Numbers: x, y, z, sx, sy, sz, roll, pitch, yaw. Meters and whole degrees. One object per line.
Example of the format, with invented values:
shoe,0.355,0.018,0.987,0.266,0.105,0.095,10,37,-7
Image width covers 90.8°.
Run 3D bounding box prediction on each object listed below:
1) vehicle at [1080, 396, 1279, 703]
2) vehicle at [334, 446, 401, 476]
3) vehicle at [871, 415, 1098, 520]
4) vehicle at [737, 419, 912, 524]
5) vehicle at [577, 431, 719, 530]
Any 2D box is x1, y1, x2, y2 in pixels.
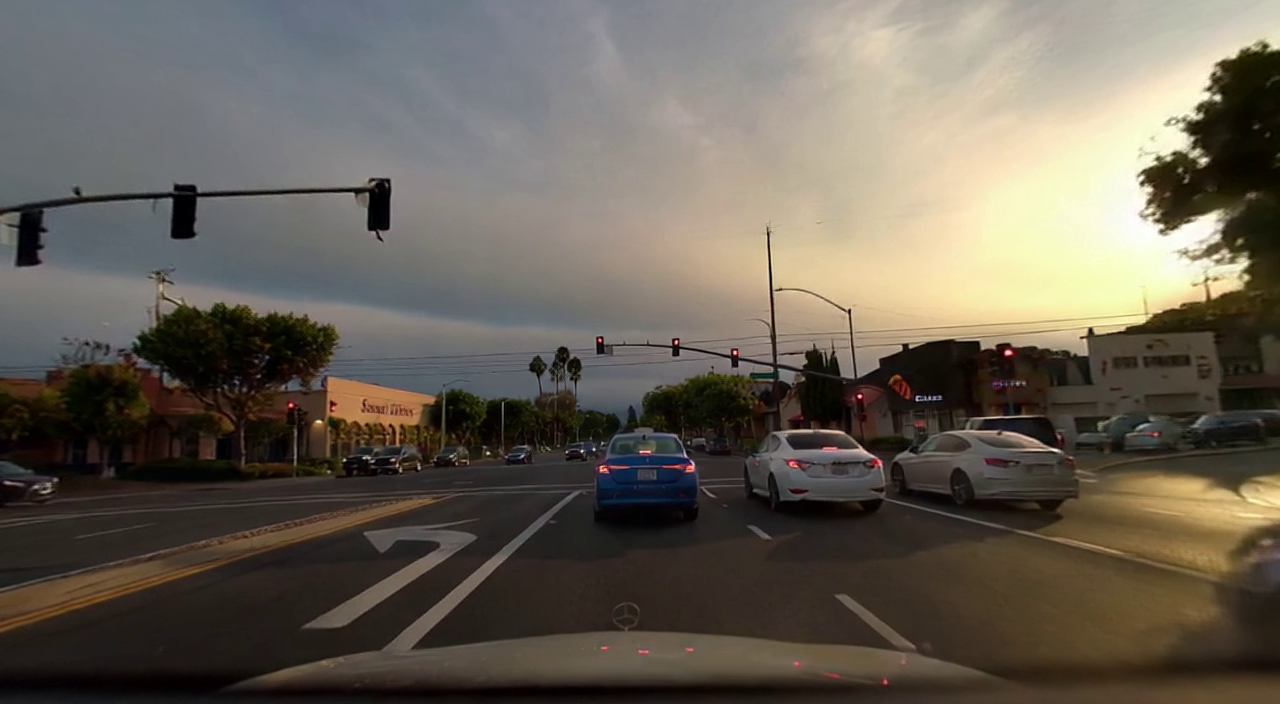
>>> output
vehicle,3.542,0.732,1.310,1.889,1.473,4.643,0,-8,0
vehicle,-18.636,7.451,43.568,2.324,1.911,5.610,0,-8,-3
vehicle,6.435,2.213,12.529,2.009,1.700,4.275,0,-8,-1
vehicle,3.271,2.231,12.355,1.973,1.633,4.717,0,-8,0
vehicle,0.081,2.246,11.615,2.135,1.468,4.076,0,-8,-1
